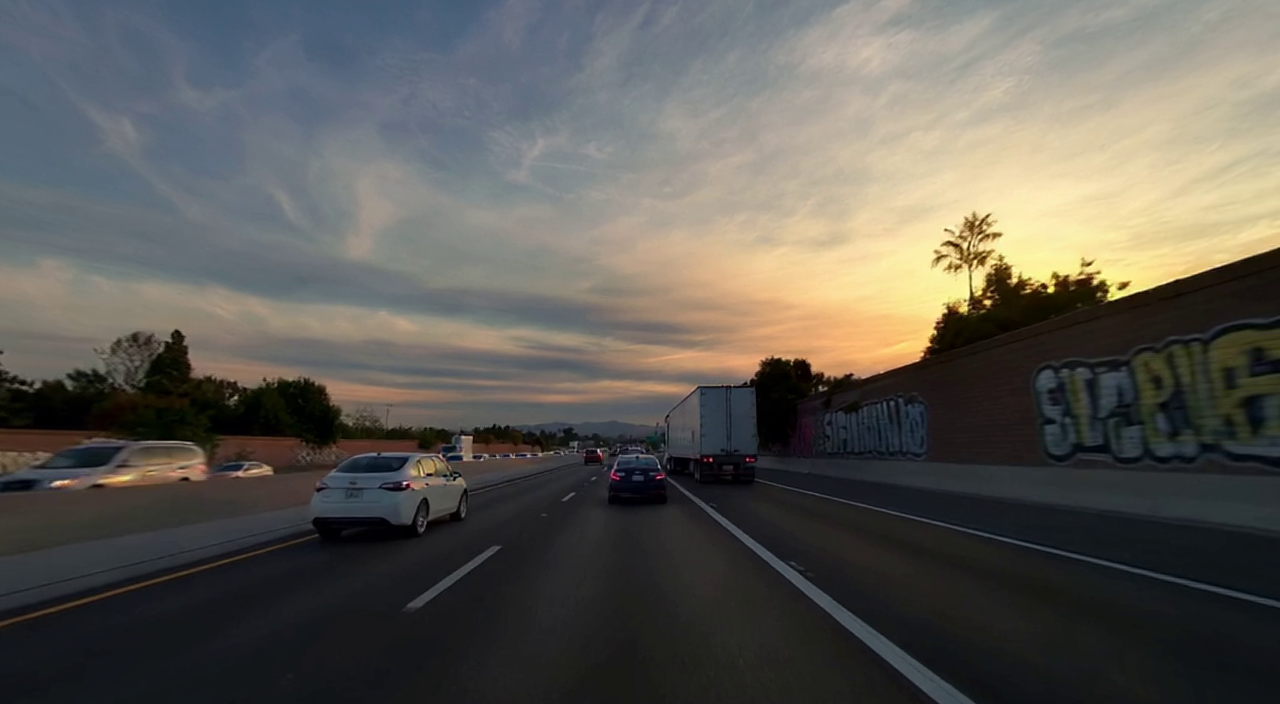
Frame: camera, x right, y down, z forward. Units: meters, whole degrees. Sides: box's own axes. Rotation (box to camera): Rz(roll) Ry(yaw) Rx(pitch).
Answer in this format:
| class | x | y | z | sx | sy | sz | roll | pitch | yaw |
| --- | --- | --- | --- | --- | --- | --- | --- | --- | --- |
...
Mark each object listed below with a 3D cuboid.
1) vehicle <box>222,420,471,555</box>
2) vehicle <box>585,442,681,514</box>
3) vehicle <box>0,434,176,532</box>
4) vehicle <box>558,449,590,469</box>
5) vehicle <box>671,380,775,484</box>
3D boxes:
| class | x | y | z | sx | sy | sz | roll | pitch | yaw |
| --- | --- | --- | --- | --- | --- | --- | --- | --- | --- |
| vehicle | -4.526 | 2.155 | 10.739 | 1.988 | 1.750 | 4.711 | 0 | -9 | 0 |
| vehicle | -0.212 | 2.976 | 15.372 | 2.033 | 1.468 | 4.015 | 0 | -9 | -2 |
| vehicle | -12.723 | 2.671 | 13.285 | 2.022 | 1.773 | 4.935 | -1 | -9 | 0 |
| vehicle | -5.034 | 8.258 | 48.774 | 2.067 | 1.481 | 4.085 | 0 | -9 | 0 |
| vehicle | 3.566 | 4.175 | 31.730 | 2.902 | 4.014 | 14.446 | 0 | -9 | -2 |
